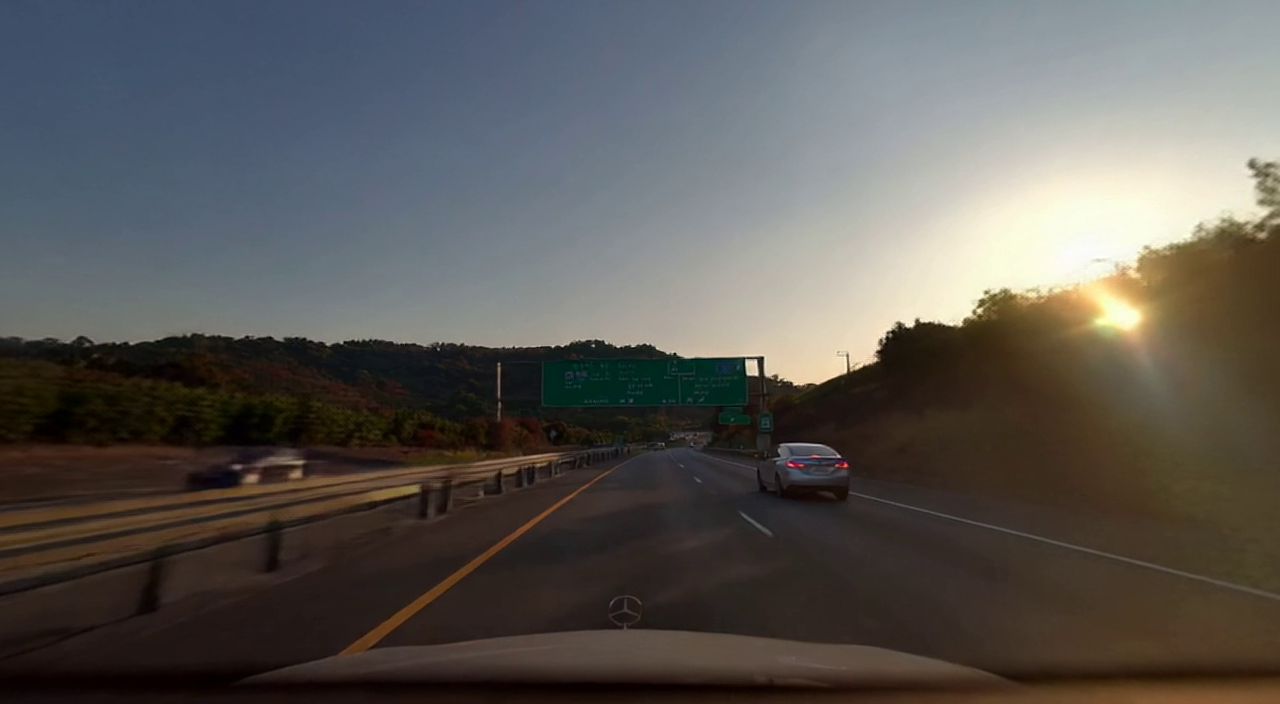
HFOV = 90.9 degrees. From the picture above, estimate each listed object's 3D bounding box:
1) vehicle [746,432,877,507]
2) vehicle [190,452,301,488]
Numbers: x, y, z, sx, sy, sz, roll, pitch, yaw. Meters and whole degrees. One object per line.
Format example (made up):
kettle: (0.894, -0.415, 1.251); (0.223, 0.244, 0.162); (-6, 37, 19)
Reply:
vehicle: (3.902, 2.746, 15.180); (1.997, 1.515, 4.025); (0, -9, 0)
vehicle: (-18.197, 5.429, 29.430); (2.045, 1.457, 4.763); (-1, -9, 2)
